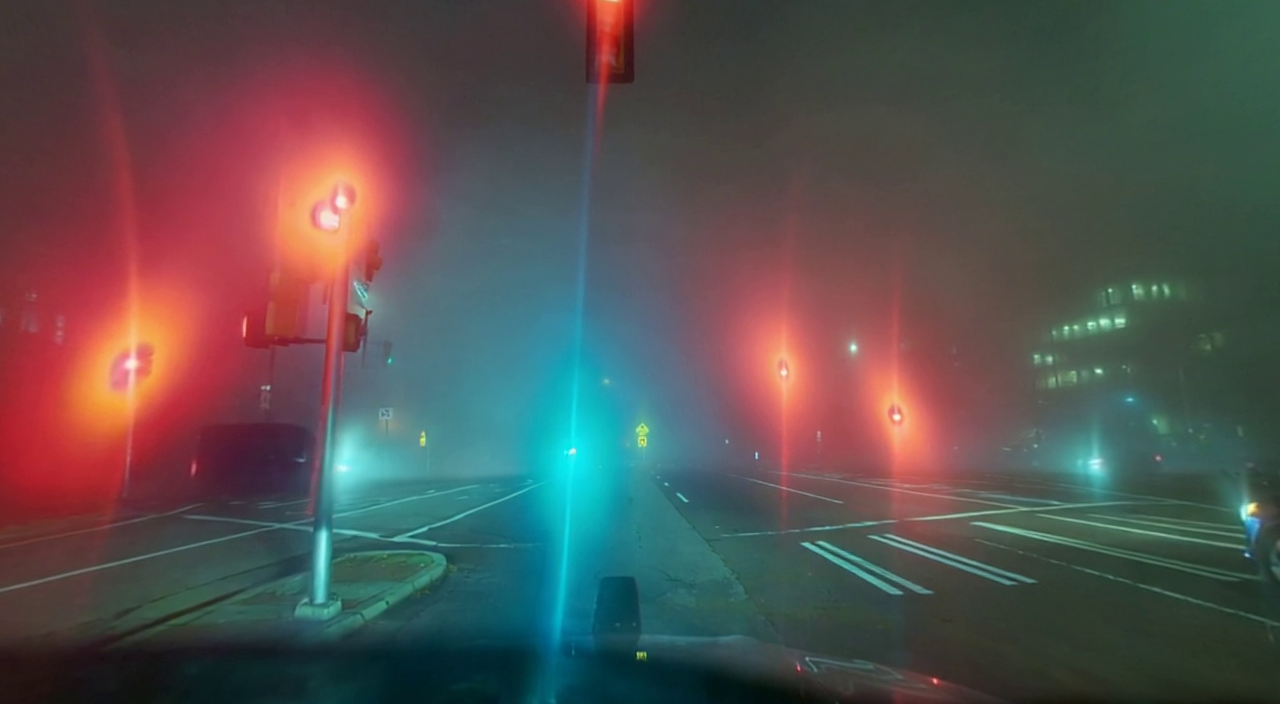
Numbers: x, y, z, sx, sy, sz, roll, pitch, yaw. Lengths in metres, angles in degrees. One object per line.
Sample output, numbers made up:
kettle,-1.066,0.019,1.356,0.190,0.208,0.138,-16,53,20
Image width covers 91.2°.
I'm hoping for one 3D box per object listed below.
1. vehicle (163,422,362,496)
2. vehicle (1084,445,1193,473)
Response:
vehicle,-16.808,4.788,28.488,7.088,3.096,2.678,2,-9,-13
vehicle,29.327,6.277,36.974,4.736,1.542,1.966,0,-9,-1
